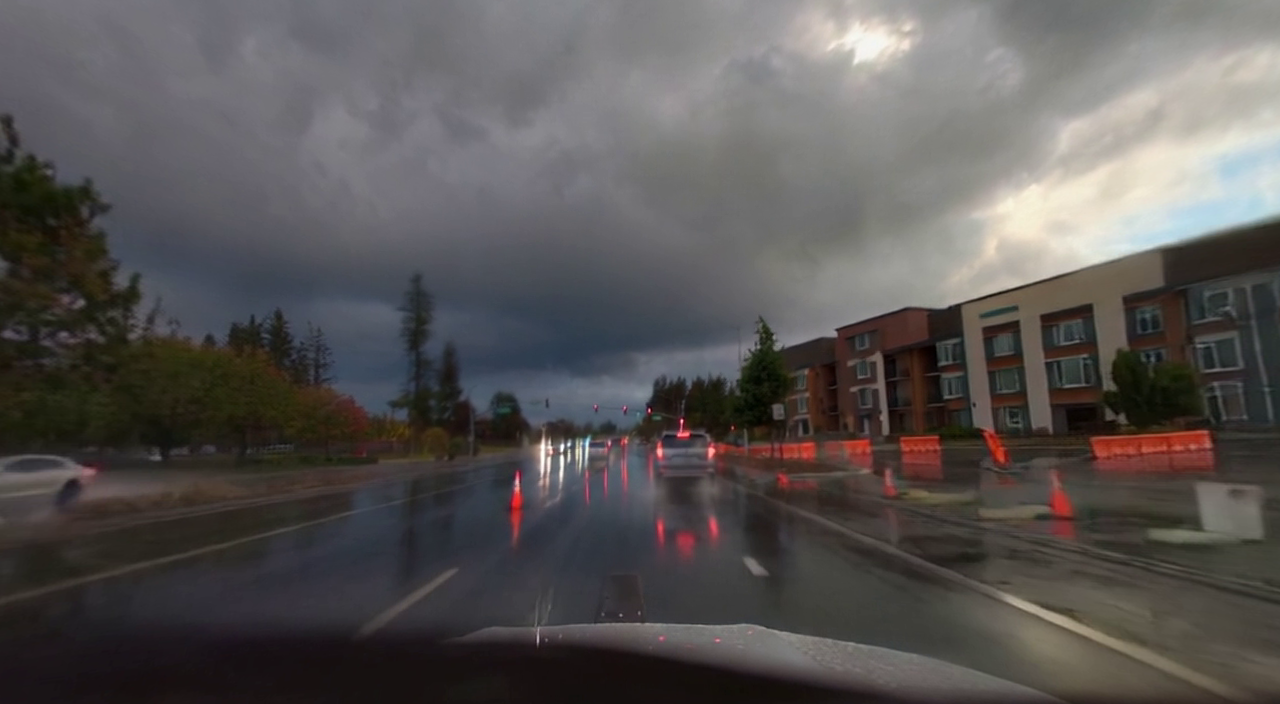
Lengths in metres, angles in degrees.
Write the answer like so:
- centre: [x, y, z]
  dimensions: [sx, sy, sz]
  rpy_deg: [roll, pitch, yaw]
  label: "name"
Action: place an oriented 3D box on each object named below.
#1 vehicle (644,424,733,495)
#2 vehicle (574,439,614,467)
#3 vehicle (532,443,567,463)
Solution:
- centre: [1.273, 3.105, 18.602]
  dimensions: [2.197, 1.835, 4.316]
  rpy_deg: [0, -8, -1]
  label: "vehicle"
- centre: [-2.855, 6.328, 39.739]
  dimensions: [2.121, 1.654, 3.993]
  rpy_deg: [0, -8, 1]
  label: "vehicle"
- centre: [-6.906, 7.738, 48.584]
  dimensions: [1.928, 1.488, 4.635]
  rpy_deg: [0, -8, 2]
  label: "vehicle"
